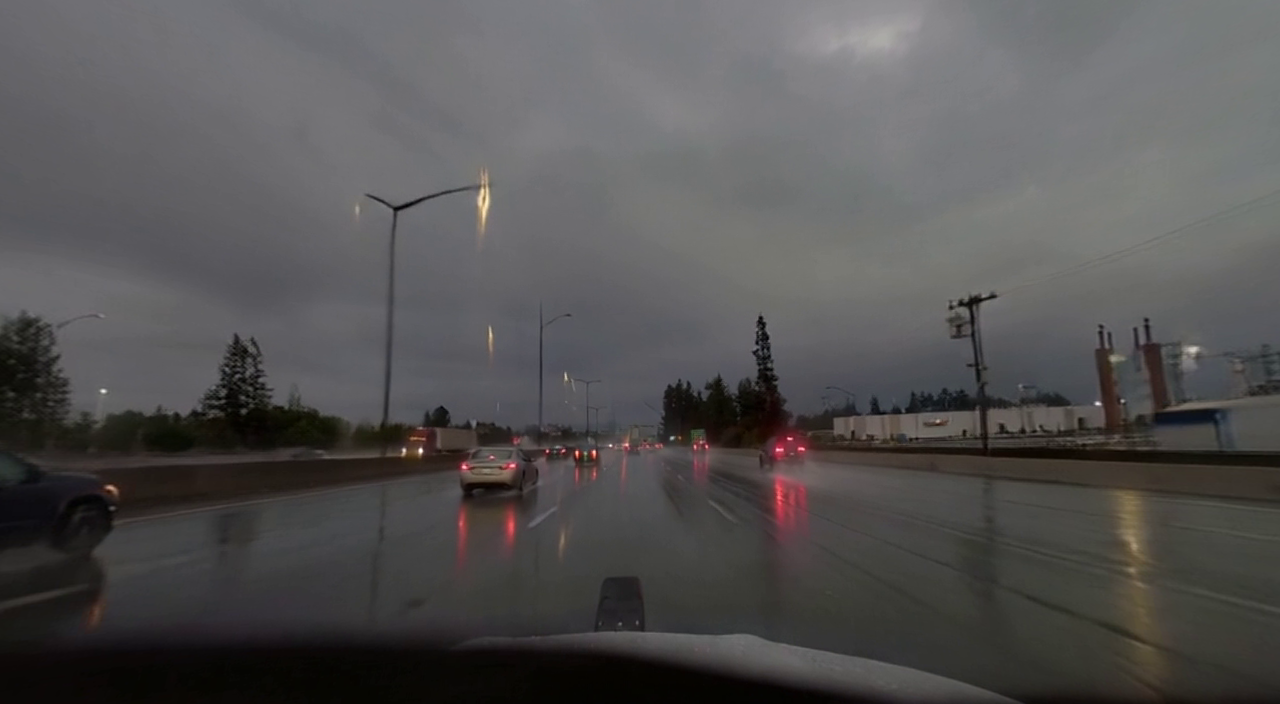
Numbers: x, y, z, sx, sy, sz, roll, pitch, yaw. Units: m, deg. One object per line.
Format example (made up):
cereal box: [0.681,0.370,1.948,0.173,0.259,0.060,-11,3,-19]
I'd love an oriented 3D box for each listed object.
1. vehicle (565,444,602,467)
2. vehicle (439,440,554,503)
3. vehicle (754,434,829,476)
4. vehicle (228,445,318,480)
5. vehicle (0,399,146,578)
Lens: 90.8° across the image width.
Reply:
vehicle: [-3.770,6.991,42.817,2.078,1.464,4.093,0,-9,0]
vehicle: [-3.693,3.174,17.212,2.047,1.469,4.614,0,-9,0]
vehicle: [6.822,4.713,29.081,2.147,1.769,4.666,0,-9,-2]
vehicle: [-20.580,6.196,35.766,2.036,1.785,5.061,0,-9,0]
vehicle: [-7.595,1.266,5.647,2.310,1.787,4.955,0,-9,0]
